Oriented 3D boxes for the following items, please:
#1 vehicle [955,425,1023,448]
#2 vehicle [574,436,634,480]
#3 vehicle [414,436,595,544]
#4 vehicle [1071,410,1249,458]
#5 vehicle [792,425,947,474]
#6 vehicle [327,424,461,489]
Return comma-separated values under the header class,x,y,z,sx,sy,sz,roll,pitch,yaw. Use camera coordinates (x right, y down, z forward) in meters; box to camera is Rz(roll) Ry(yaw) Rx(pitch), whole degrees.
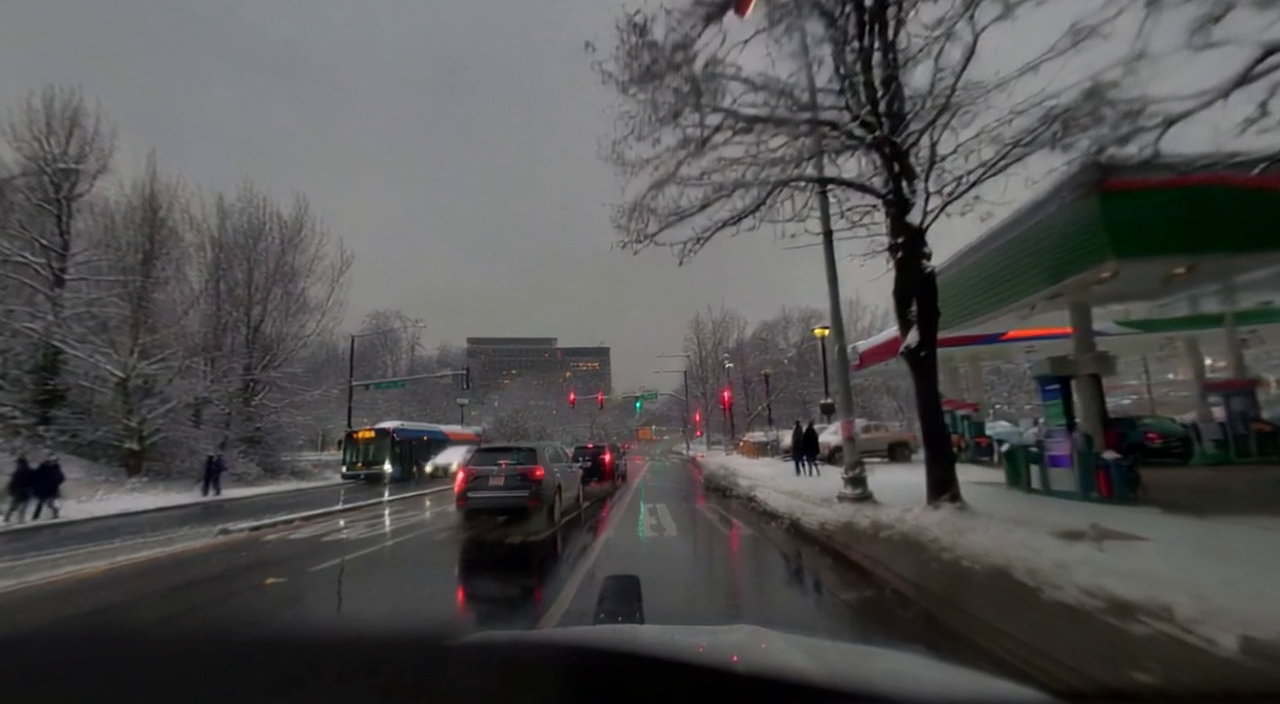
class,x,y,z,sx,sy,sz,roll,pitch,yaw
vehicle,25.381,6.172,45.643,3.847,1.490,1.883,-1,-8,-6
vehicle,-1.482,4.633,27.574,2.365,1.751,3.904,0,-9,1
vehicle,-2.078,2.292,10.991,2.092,1.507,4.078,-1,-9,3
vehicle,17.294,2.769,21.032,4.064,1.507,2.078,0,-9,2
vehicle,8.374,3.606,23.277,4.894,1.451,2.089,-3,-8,2
vehicle,-14.048,6.185,37.436,3.189,3.205,11.526,0,-9,1
